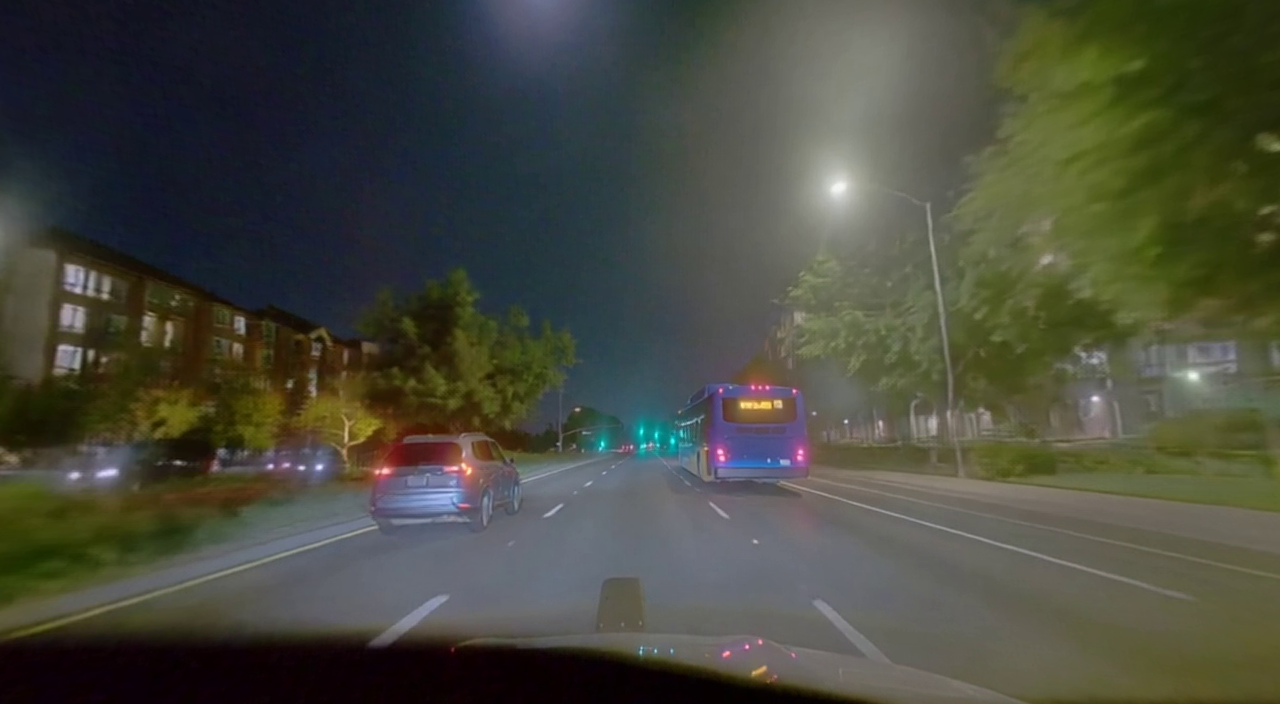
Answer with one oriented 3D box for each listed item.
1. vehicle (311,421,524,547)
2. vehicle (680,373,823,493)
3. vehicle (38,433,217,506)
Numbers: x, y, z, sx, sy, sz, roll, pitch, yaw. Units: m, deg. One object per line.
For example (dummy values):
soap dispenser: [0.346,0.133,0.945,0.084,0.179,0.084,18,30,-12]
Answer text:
vehicle: [-3.578,2.208,11.181,2.111,1.767,4.333,0,-8,1]
vehicle: [3.464,3.163,23.714,3.072,3.278,12.747,0,-8,0]
vehicle: [-22.225,5.062,27.774,2.593,2.836,6.122,0,-8,1]
